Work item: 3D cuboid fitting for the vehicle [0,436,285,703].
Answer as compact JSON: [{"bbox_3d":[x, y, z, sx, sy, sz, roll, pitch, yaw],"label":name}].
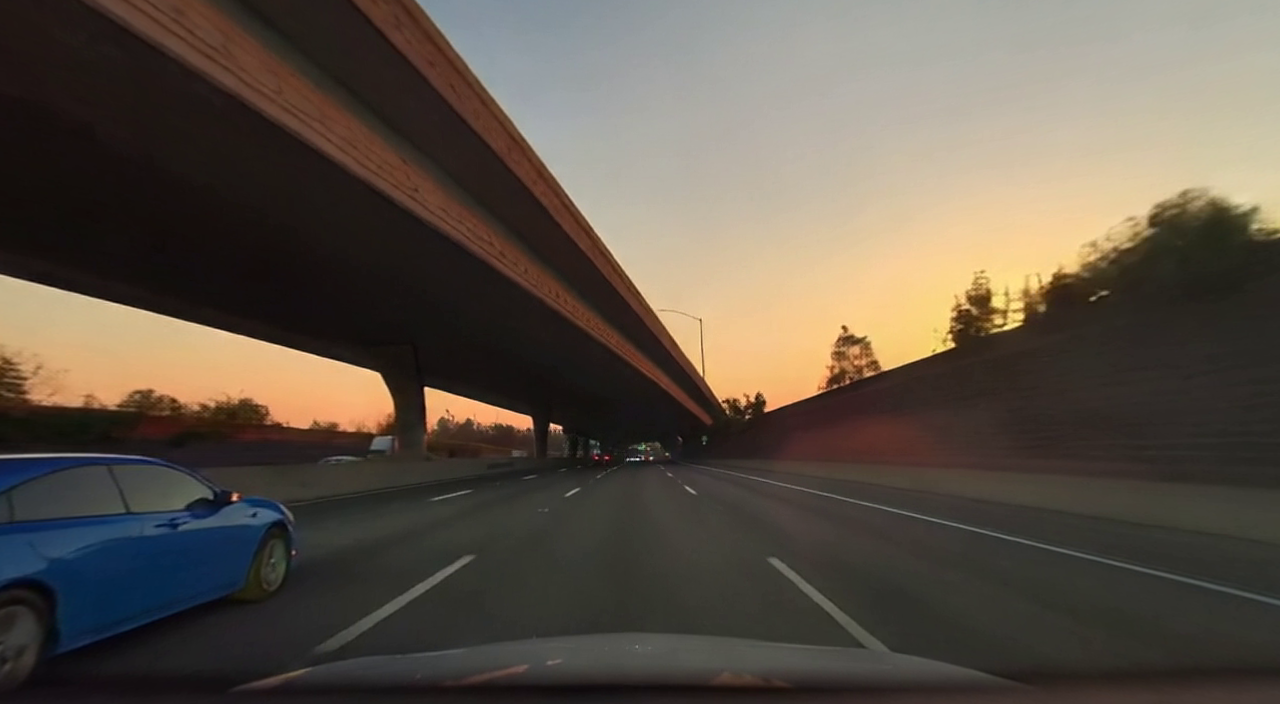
[{"bbox_3d":[-3.941,1.192,3.273,1.935,1.479,3.787,0,-9,1],"label":"vehicle"}]
